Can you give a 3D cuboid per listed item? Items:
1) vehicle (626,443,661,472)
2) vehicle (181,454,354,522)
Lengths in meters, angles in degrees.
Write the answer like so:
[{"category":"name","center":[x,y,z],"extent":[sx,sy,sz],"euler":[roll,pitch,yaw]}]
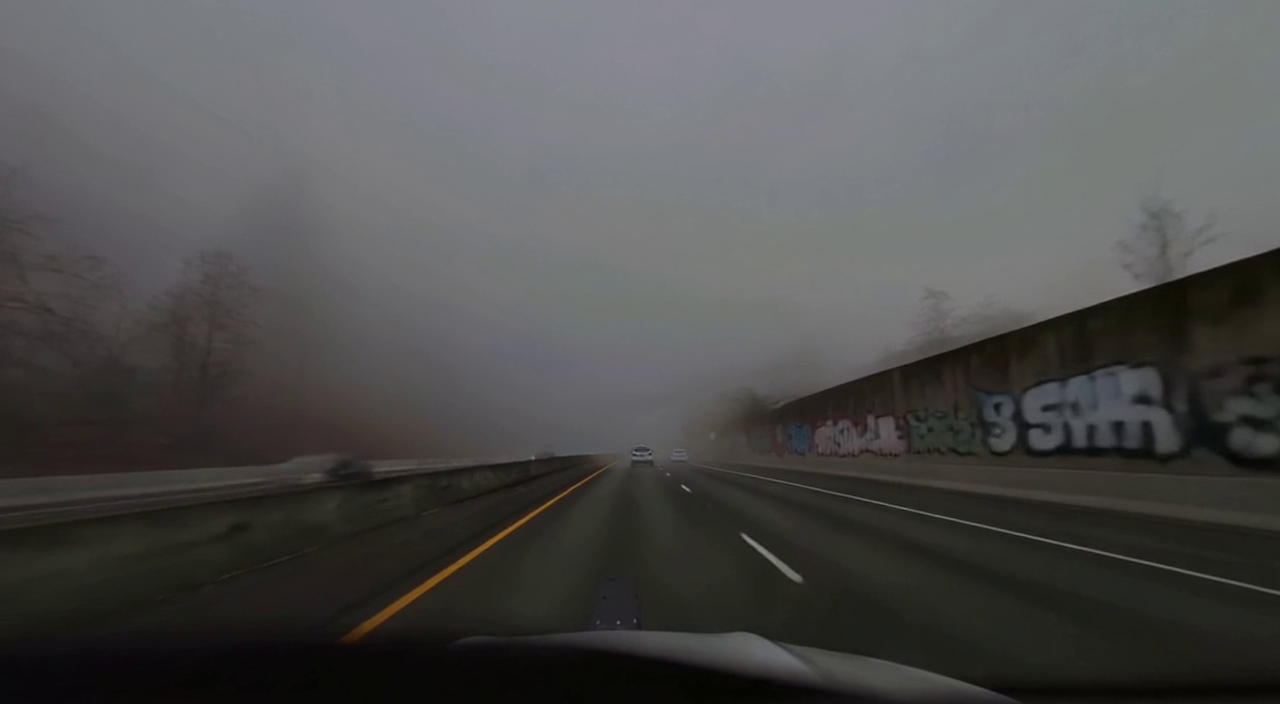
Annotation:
[{"category":"vehicle","center":[0.194,6.568,39.277],"extent":[2.095,1.671,4.219],"euler":[0,-9,-1]},{"category":"vehicle","center":[-9.544,3.475,16.582],"extent":[1.904,1.499,4.352],"euler":[0,-9,0]}]
